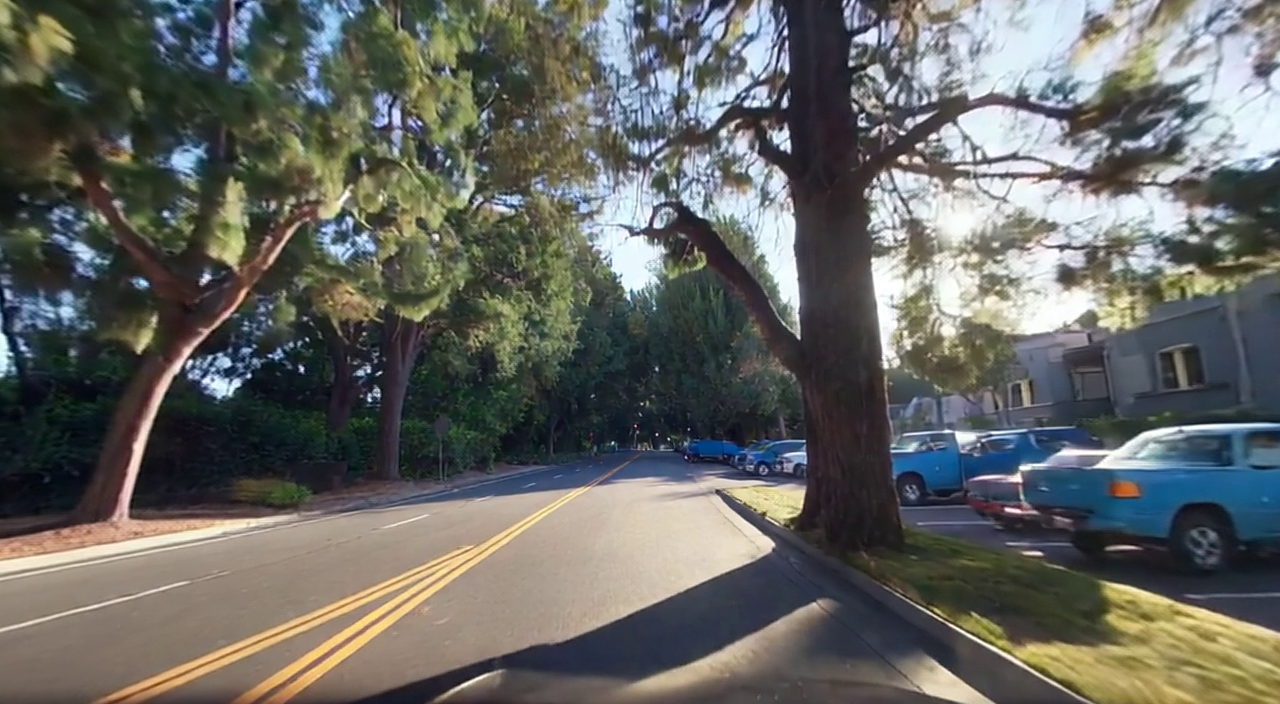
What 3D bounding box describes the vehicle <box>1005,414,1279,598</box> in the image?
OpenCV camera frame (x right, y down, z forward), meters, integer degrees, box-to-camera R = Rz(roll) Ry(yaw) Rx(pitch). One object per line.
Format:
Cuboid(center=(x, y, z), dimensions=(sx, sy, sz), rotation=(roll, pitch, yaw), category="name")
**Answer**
Cuboid(center=(7.601, 1.706, 7.569), dimensions=(5.072, 1.802, 2.236), rotation=(0, -8, -3), category="vehicle")
